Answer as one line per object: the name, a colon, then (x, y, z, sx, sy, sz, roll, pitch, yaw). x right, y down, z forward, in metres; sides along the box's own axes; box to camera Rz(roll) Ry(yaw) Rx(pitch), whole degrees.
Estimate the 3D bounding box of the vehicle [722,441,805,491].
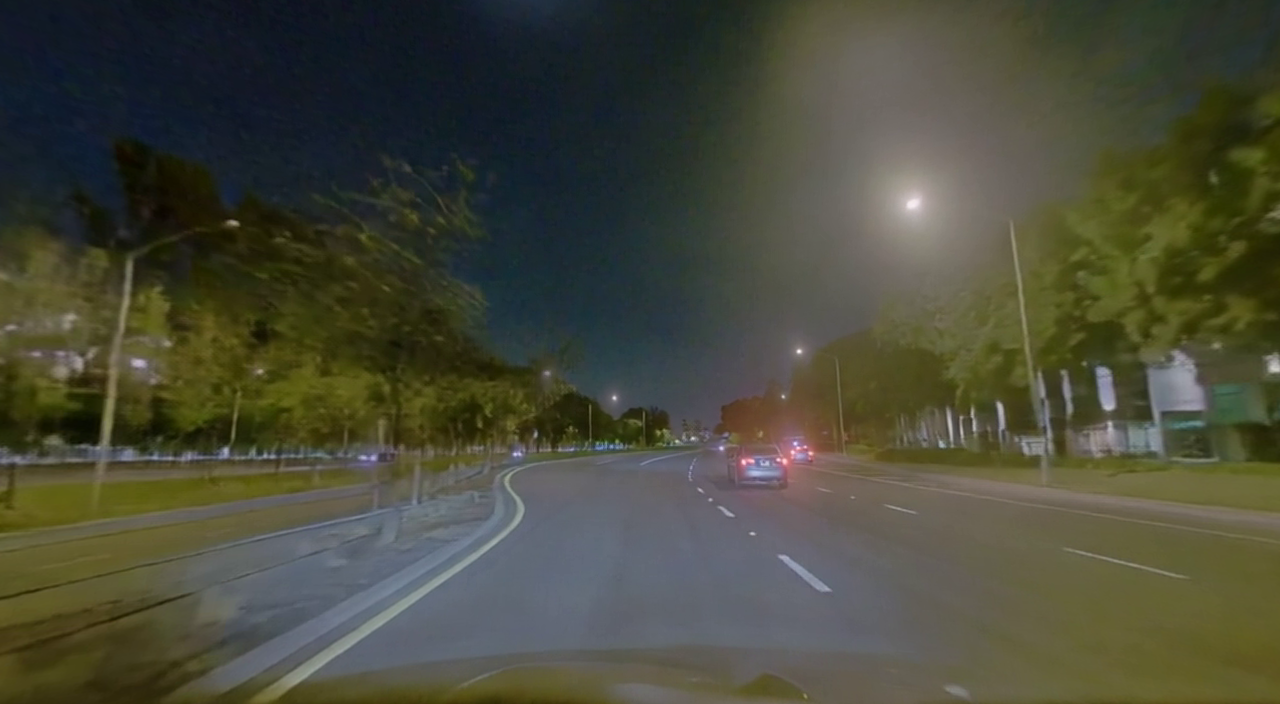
vehicle: (4.012, 3.791, 21.316, 1.928, 1.481, 4.453, 0, -9, 0)
